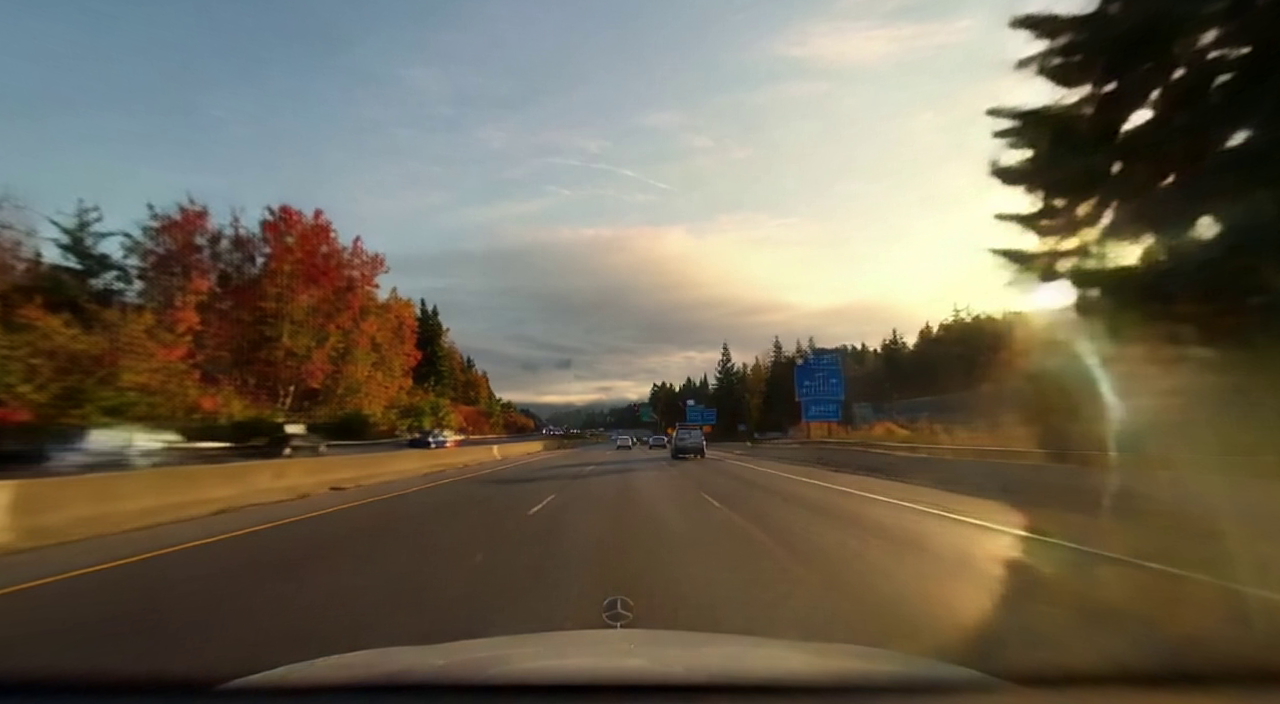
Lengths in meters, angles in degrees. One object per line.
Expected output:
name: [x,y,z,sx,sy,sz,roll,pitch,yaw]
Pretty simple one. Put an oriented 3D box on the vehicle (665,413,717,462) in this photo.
vehicle: [2.878,5.023,36.946,2.411,2.614,5.781,0,-8,-1]
